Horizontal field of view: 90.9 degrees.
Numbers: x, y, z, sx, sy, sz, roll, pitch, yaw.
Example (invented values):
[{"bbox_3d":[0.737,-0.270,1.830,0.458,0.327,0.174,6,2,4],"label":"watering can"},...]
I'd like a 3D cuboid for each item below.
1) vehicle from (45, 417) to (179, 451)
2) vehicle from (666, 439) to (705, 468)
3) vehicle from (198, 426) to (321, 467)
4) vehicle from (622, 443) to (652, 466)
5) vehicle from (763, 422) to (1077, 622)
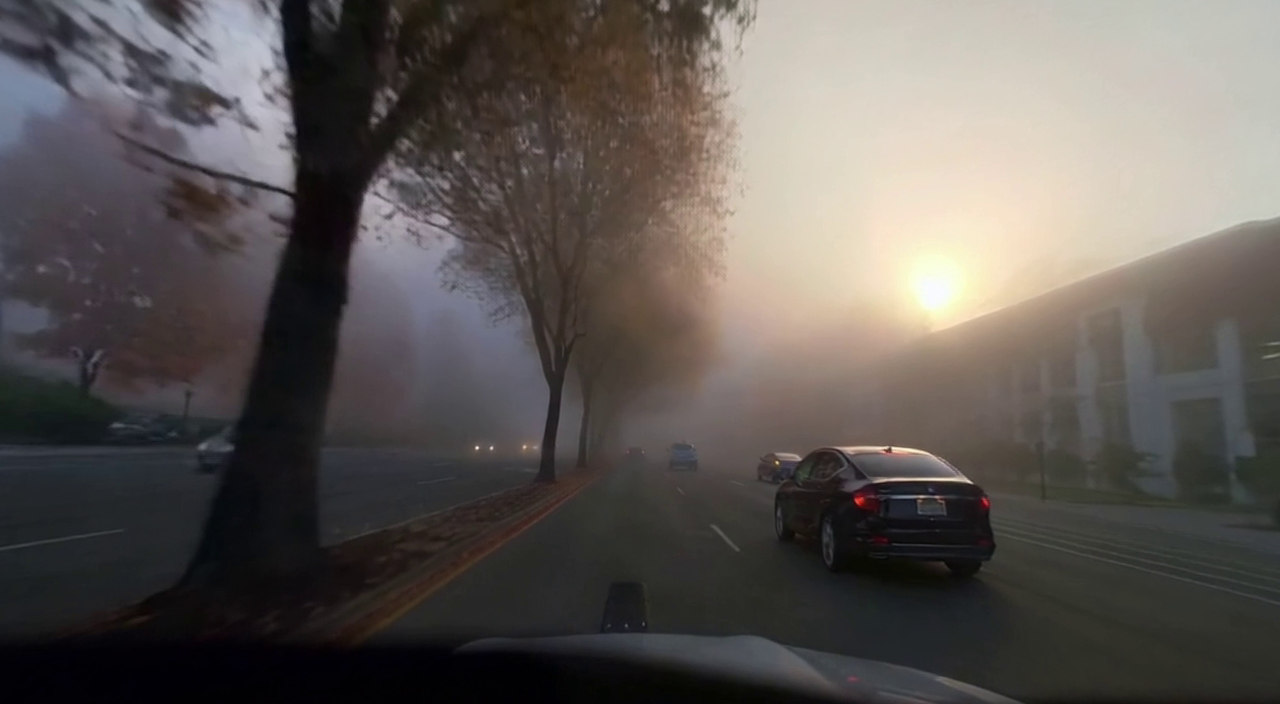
[{"bbox_3d":[-26.949,4.201,32.300,4.787,1.664,2.211,0,-8,-1],"label":"vehicle"},{"bbox_3d":[3.039,6.891,42.915,2.154,1.844,4.634,0,-8,-1],"label":"vehicle"},{"bbox_3d":[-14.960,3.762,25.192,1.987,1.475,4.708,0,-8,0],"label":"vehicle"},{"bbox_3d":[-0.239,7.139,44.029,1.991,1.477,3.814,0,-8,-1],"label":"vehicle"},{"bbox_3d":[2.795,1.744,7.414,1.901,1.634,3.896,2,-8,0],"label":"vehicle"}]
